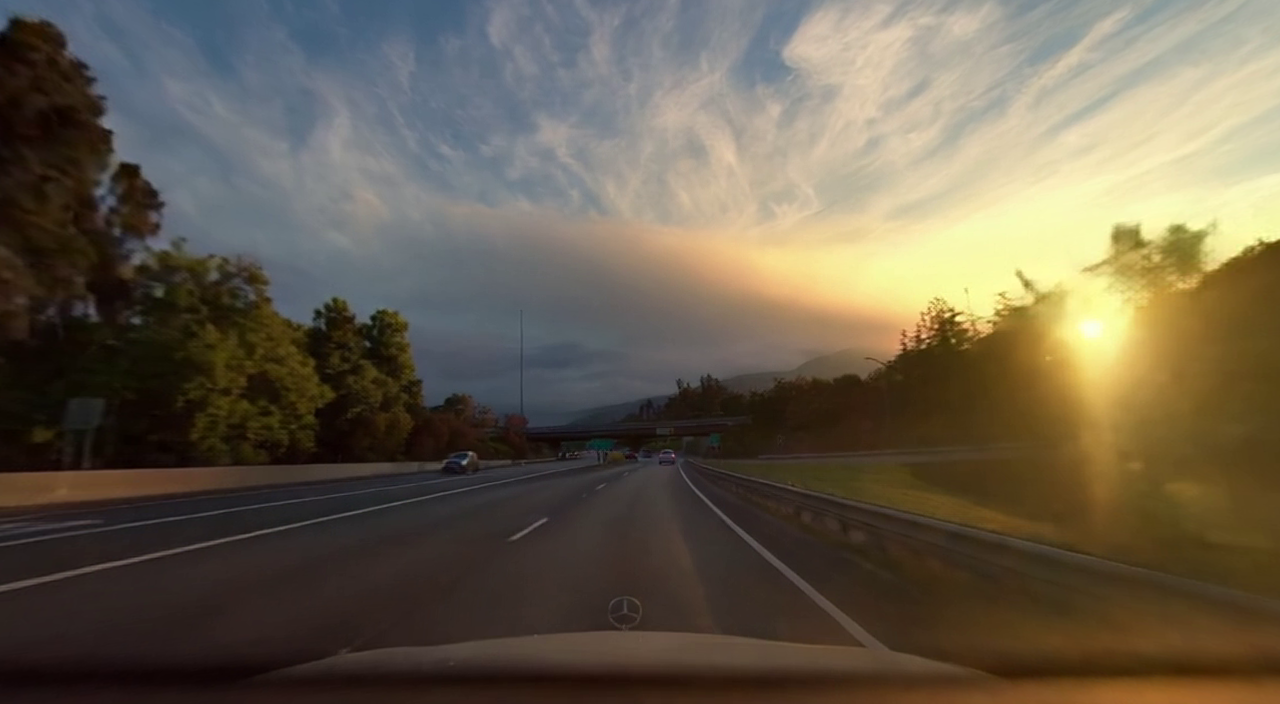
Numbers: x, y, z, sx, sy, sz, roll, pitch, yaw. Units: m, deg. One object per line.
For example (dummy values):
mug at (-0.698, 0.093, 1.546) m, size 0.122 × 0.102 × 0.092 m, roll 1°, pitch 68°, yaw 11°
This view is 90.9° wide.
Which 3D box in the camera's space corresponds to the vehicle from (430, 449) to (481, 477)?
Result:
vehicle at (-11.931, 7.175, 41.036) m, size 1.981 × 1.676 × 4.508 m, roll 0°, pitch -9°, yaw 0°
